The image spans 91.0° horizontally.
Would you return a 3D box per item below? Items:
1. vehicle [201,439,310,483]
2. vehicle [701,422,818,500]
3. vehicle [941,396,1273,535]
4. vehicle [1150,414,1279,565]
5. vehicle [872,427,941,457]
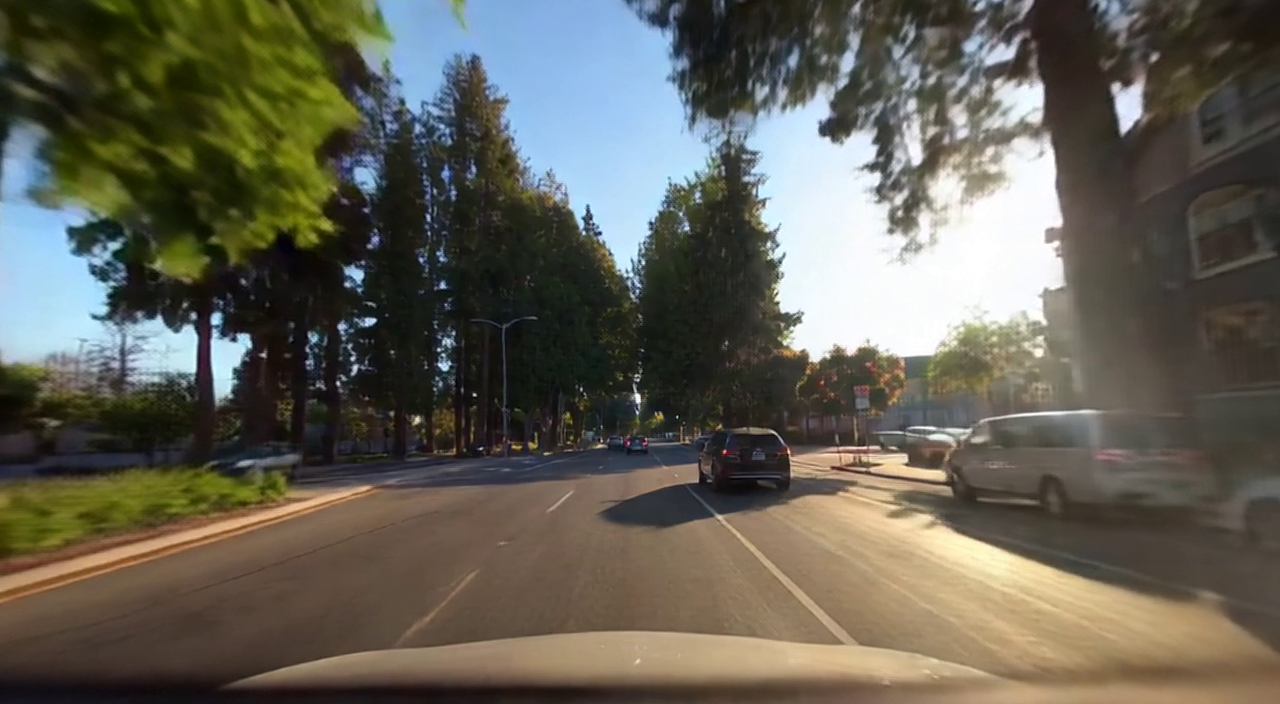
[{"bbox_3d":[-15.648,4.432,25.926,1.885,1.633,4.265,1,-8,-2],"label":"vehicle"},{"bbox_3d":[2.779,2.651,15.645,2.022,1.656,4.025,0,-8,-1],"label":"vehicle"},{"bbox_3d":[7.469,1.879,10.971,2.047,1.852,4.861,0,-8,0],"label":"vehicle"},{"bbox_3d":[7.564,1.308,5.750,1.886,1.534,4.464,1,-8,-3],"label":"vehicle"},{"bbox_3d":[17.399,5.934,41.386,2.131,1.782,5.183,0,-8,-2],"label":"vehicle"}]
